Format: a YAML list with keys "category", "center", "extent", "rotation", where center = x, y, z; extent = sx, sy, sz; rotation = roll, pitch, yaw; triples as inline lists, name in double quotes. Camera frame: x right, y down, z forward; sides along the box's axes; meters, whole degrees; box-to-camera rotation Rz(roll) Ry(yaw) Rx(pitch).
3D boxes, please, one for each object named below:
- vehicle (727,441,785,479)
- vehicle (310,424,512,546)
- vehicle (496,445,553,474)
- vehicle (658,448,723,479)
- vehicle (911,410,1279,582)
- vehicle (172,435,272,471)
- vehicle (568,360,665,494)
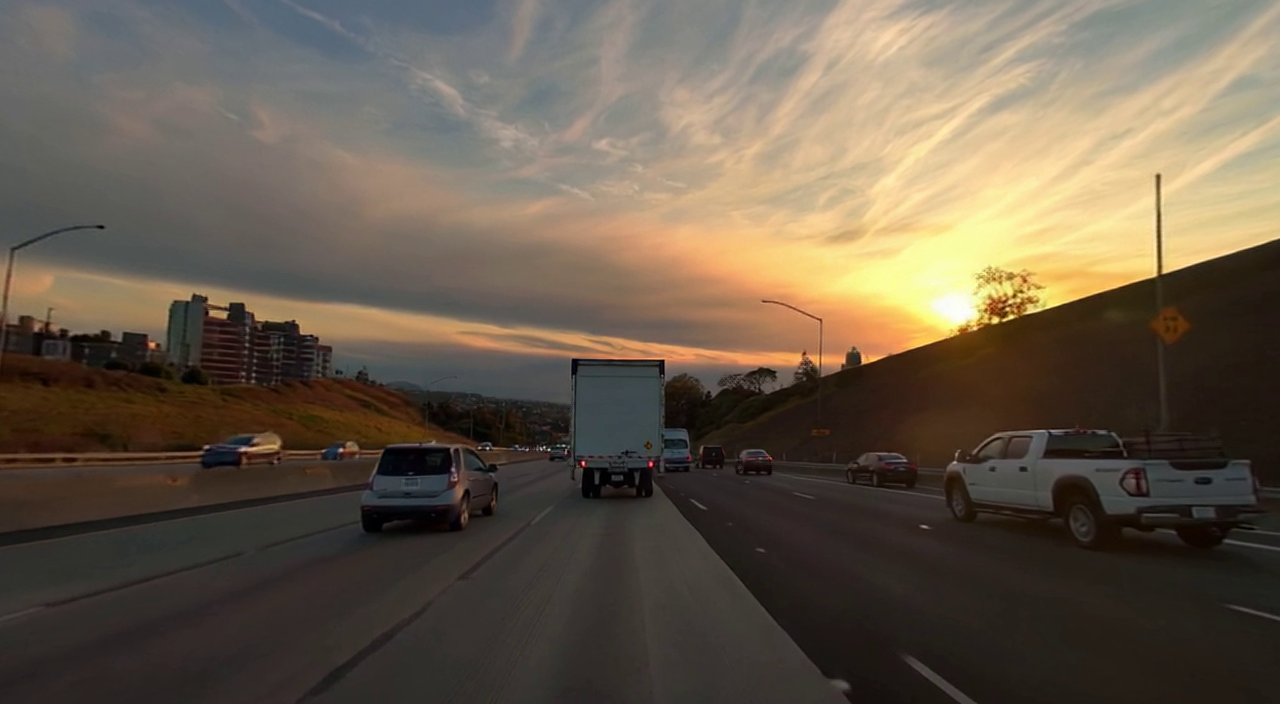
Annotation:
- category: "vehicle"
  center: [6.203, 5.815, 34.301]
  extent: [2.070, 1.888, 4.546]
  rotation: [0, -9, -2]
- category: "vehicle"
  center: [-3.542, 2.127, 10.735]
  extent: [1.946, 1.641, 4.105]
  rotation: [0, -9, -1]
- category: "vehicle"
  center: [-6.257, 5.898, 34.876]
  extent: [1.973, 1.471, 4.779]
  rotation: [-1, -9, 4]
- category: "vehicle"
  center: [2.615, 6.257, 35.885]
  extent: [3.009, 1.501, 8.887]
  rotation: [0, -9, 0]
- category: "vehicle"
  center: [6.170, 1.844, 9.033]
  extent: [2.188, 1.731, 5.031]
  rotation: [0, -9, -2]
- category: "vehicle"
  center: [-19.665, 4.773, 29.965]
  extent: [1.857, 1.550, 4.200]
  rotation: [0, -9, -1]
- category: "vehicle"
  center: [-0.750, 3.053, 24.478]
  extent: [2.906, 4.040, 10.743]
  rotation: [0, -9, 0]
